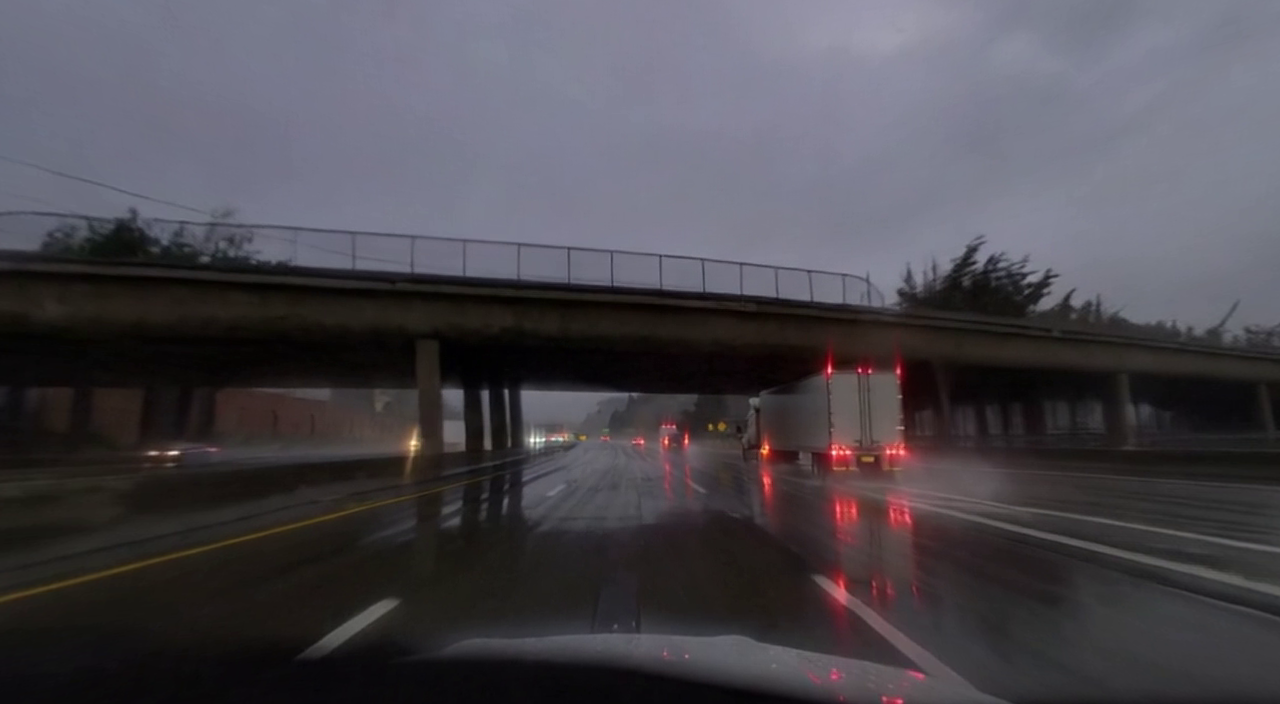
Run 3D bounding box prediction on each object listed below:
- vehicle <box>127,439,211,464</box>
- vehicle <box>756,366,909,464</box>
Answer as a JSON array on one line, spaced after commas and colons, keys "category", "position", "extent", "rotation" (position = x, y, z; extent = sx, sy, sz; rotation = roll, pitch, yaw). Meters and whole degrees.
[{"category": "vehicle", "position": [-31.070, 6.561, 41.694], "extent": [1.914, 1.478, 4.481], "rotation": [-1, -8, 2]}, {"category": "vehicle", "position": [9.200, 3.536, 32.808], "extent": [2.855, 4.053, 13.328], "rotation": [0, -8, -4]}]
